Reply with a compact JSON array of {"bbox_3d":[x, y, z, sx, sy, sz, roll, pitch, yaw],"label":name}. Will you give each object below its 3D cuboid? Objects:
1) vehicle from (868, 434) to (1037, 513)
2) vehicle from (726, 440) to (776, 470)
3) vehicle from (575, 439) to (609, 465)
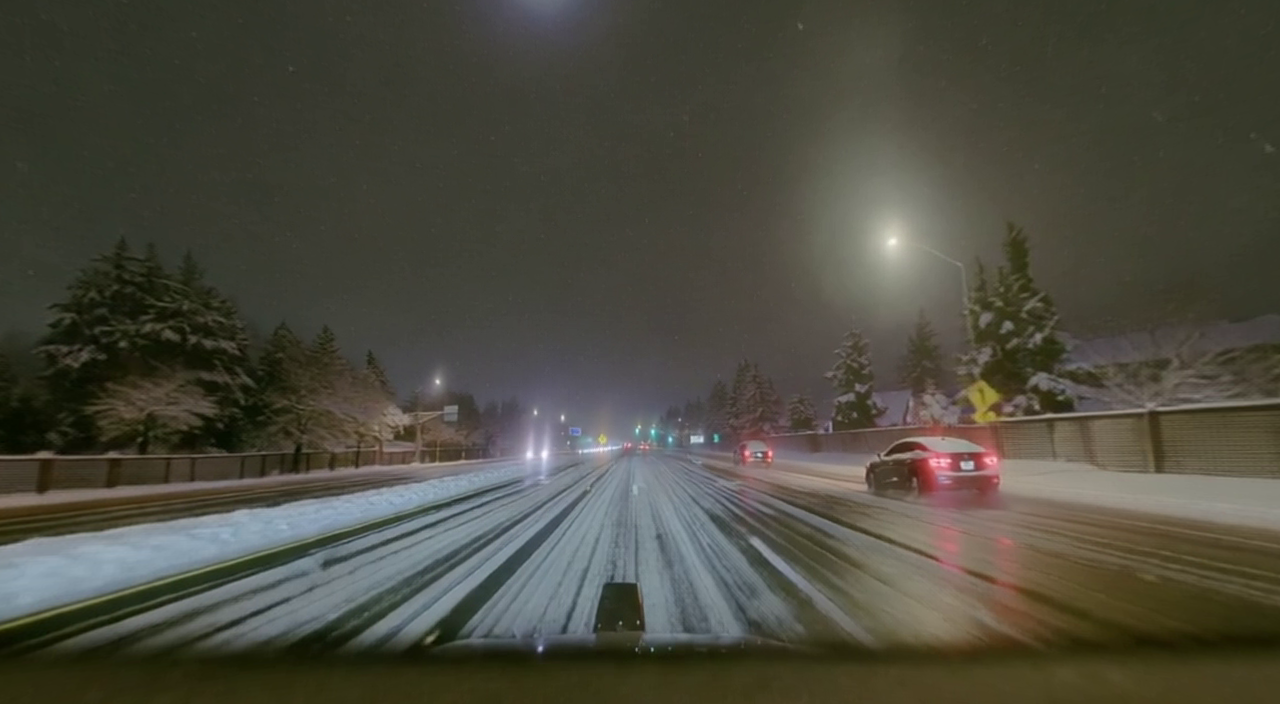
[{"bbox_3d":[6.721,2.624,14.105,1.838,1.518,3.713,0,-8,-1],"label":"vehicle"},{"bbox_3d":[6.306,5.889,36.346,1.987,1.597,4.463,0,-8,-1],"label":"vehicle"},{"bbox_3d":[-3.557,7.478,47.361,2.230,1.827,4.406,0,-8,0],"label":"vehicle"}]
